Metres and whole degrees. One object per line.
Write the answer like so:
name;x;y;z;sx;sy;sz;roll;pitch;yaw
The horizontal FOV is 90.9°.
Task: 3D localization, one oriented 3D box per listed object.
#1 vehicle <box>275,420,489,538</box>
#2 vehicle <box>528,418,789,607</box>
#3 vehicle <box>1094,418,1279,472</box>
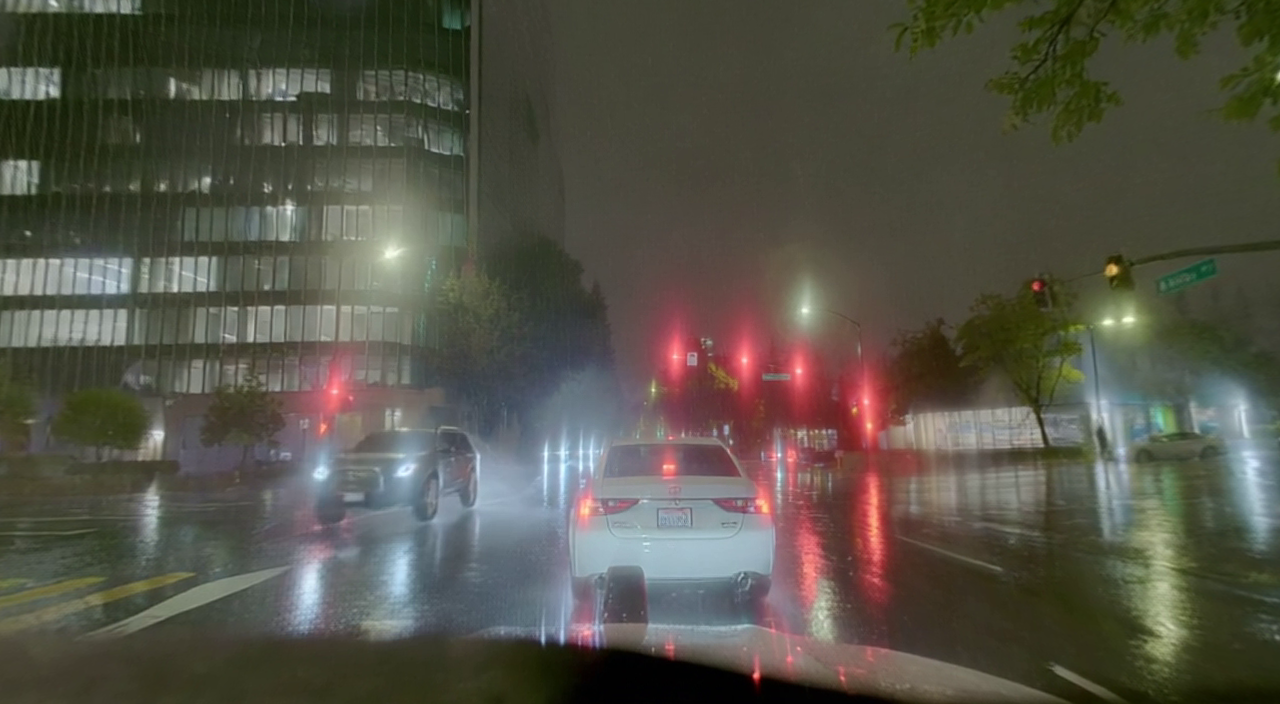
vehicle;-4.461;2.257;11.883;2.006;1.756;4.599;0;-8;1
vehicle;-0.141;1.653;7.485;1.893;1.532;4.145;2;-9;-16
vehicle;19.118;3.269;22.225;4.675;1.772;1.945;0;-8;0
